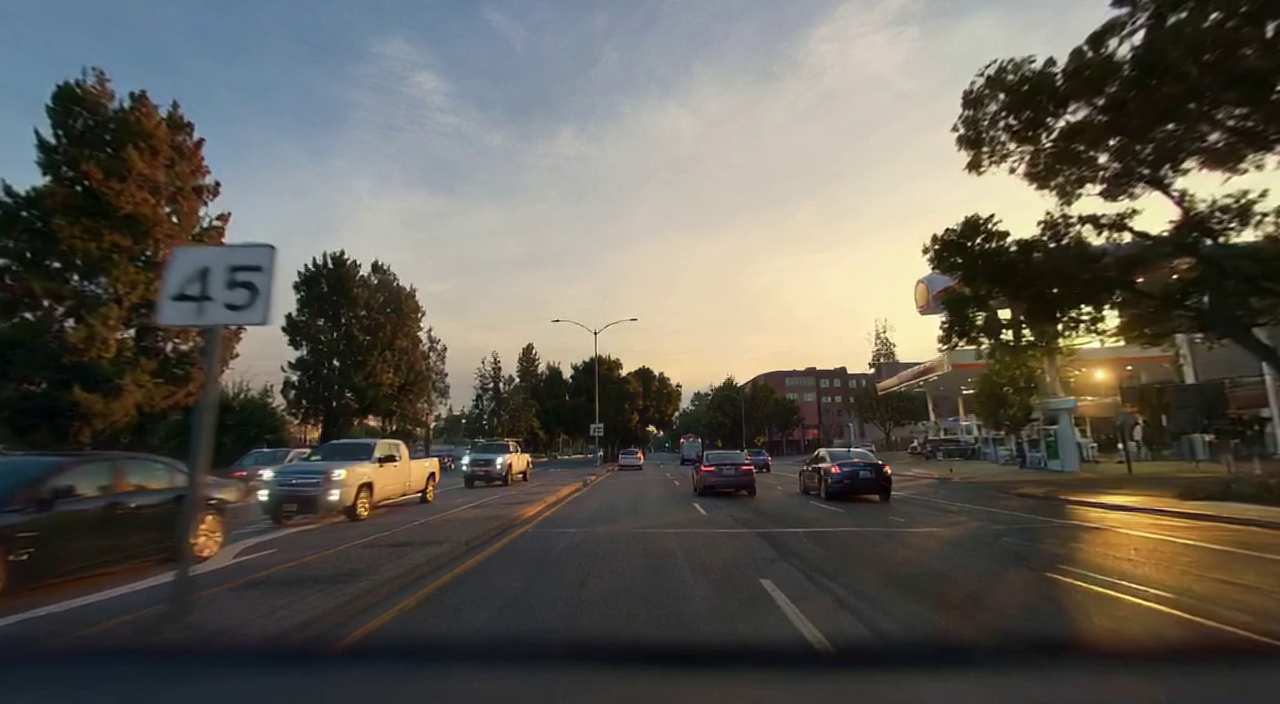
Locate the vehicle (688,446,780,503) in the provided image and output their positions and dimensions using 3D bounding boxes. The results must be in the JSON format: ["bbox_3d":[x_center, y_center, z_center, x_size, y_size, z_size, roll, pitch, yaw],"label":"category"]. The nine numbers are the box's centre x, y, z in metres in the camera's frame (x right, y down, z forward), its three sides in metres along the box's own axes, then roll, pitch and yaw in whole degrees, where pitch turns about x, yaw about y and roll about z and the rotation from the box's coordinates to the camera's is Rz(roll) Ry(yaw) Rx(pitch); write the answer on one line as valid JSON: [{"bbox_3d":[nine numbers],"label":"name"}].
[{"bbox_3d":[2.664,3.573,18.820,1.971,1.479,4.493,0,-8,-1],"label":"vehicle"}]

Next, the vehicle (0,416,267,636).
[{"bbox_3d":[-5.605,1.423,5.519,1.963,1.576,4.385,-2,-8,0],"label":"vehicle"}]

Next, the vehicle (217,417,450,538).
[{"bbox_3d":[-5.697,2.382,12.701,2.187,1.868,5.181,-2,-8,-1],"label":"vehicle"}]

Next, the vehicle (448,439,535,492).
[{"bbox_3d":[-5.499,4.267,24.042,2.016,1.770,5.300,0,-8,0],"label":"vehicle"}]

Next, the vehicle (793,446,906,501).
[{"bbox_3d":[6.288,3.670,19.466,1.918,1.484,4.456,0,-8,-1],"label":"vehicle"}]

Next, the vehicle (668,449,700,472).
[{"bbox_3d":[2.966,7.462,43.467,1.877,1.502,3.958,0,-8,-1],"label":"vehicle"}]
